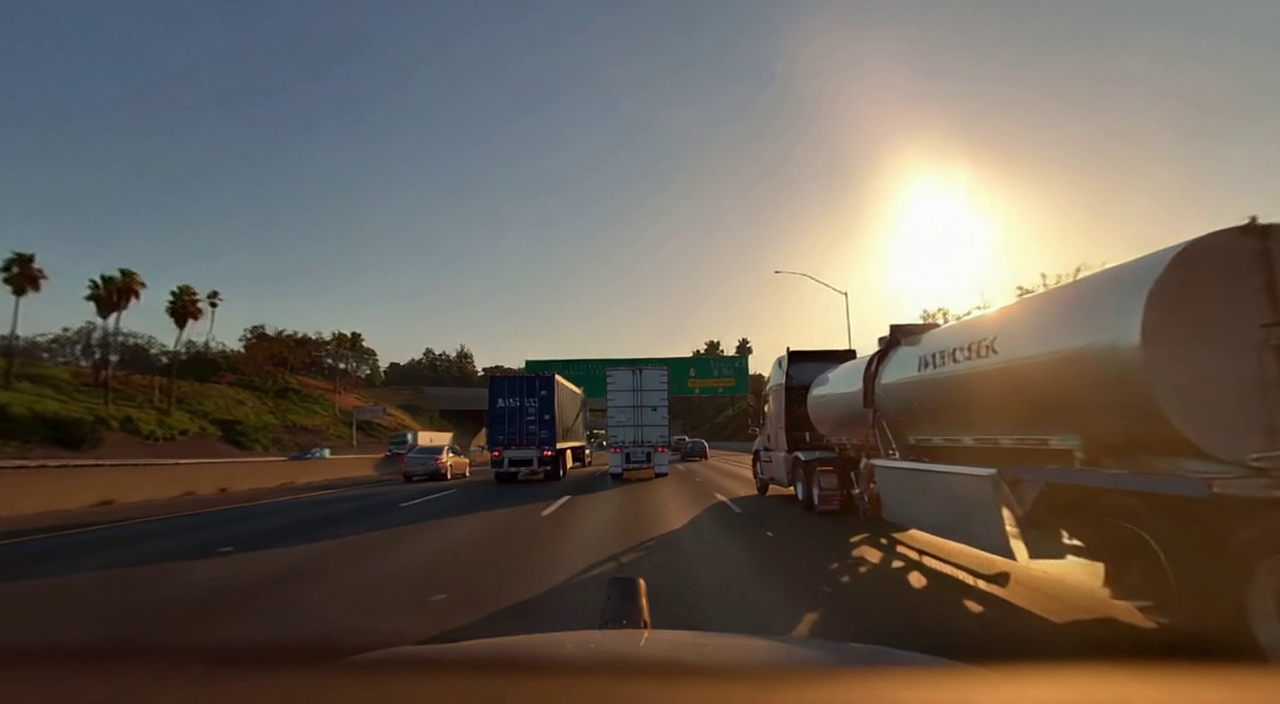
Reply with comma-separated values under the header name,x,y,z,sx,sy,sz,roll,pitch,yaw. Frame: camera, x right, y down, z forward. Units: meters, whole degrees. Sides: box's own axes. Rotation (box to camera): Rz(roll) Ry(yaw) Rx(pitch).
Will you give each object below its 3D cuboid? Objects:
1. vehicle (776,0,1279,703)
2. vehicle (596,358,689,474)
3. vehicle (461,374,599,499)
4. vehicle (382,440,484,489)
name,x,y,z,sx,sy,sz,roll,pitch,yaw
vehicle,4.360,0.201,6.491,2.887,4.178,14.553,0,-8,1
vehicle,0.132,3.519,30.179,3.097,3.856,18.209,0,-9,0
vehicle,-3.210,2.968,21.905,2.786,3.228,11.082,0,-8,0
vehicle,-6.799,3.724,21.267,1.916,1.465,4.451,0,-8,0
